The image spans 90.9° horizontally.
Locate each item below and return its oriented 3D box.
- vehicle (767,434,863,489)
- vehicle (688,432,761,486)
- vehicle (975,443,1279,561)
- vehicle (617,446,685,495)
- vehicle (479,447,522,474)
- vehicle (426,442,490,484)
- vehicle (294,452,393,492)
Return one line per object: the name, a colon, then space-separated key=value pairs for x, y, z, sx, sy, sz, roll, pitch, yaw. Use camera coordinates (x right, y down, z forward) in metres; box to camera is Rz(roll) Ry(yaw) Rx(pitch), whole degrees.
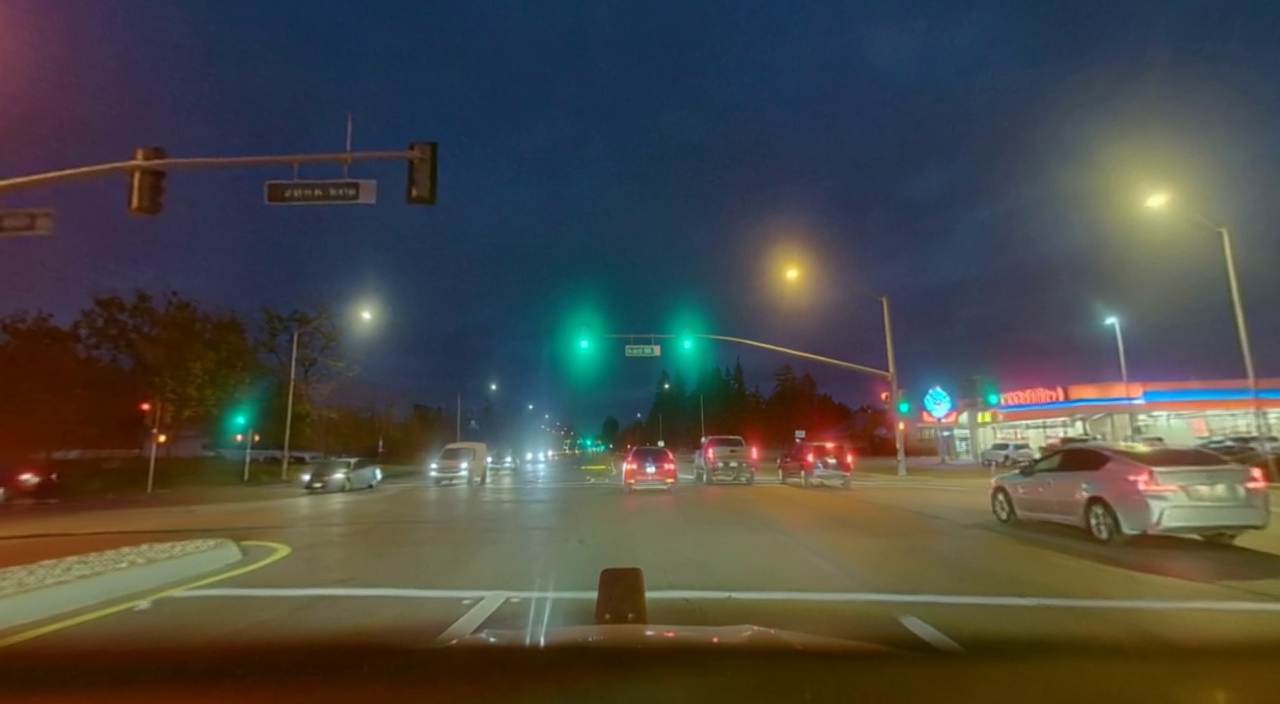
vehicle: x=7.022 y=4.453 z=26.061 sx=2.323 sy=2.009 sz=5.266 roll=0 pitch=-8 yaw=-2
vehicle: x=3.559 y=4.644 z=27.756 sx=2.358 sy=2.116 sz=5.328 roll=0 pitch=-8 yaw=-2
vehicle: x=7.756 y=2.264 z=10.435 sx=1.905 sy=1.498 sz=4.463 roll=0 pitch=-8 yaw=-1
vehicle: x=0.276 y=3.838 z=20.807 sx=2.038 sy=1.447 sz=3.756 roll=0 pitch=-8 yaw=-2
vehicle: x=-8.949 y=6.954 z=40.763 sx=1.827 sy=1.602 sz=4.115 roll=0 pitch=-8 yaw=-1
vehicle: x=-8.385 y=5.135 z=29.465 sx=1.904 sy=1.789 sz=4.021 roll=0 pitch=-8 yaw=-2
vehicle: x=-12.580 y=5.093 z=27.199 sx=1.969 sy=1.486 sz=4.773 roll=0 pitch=-8 yaw=0
